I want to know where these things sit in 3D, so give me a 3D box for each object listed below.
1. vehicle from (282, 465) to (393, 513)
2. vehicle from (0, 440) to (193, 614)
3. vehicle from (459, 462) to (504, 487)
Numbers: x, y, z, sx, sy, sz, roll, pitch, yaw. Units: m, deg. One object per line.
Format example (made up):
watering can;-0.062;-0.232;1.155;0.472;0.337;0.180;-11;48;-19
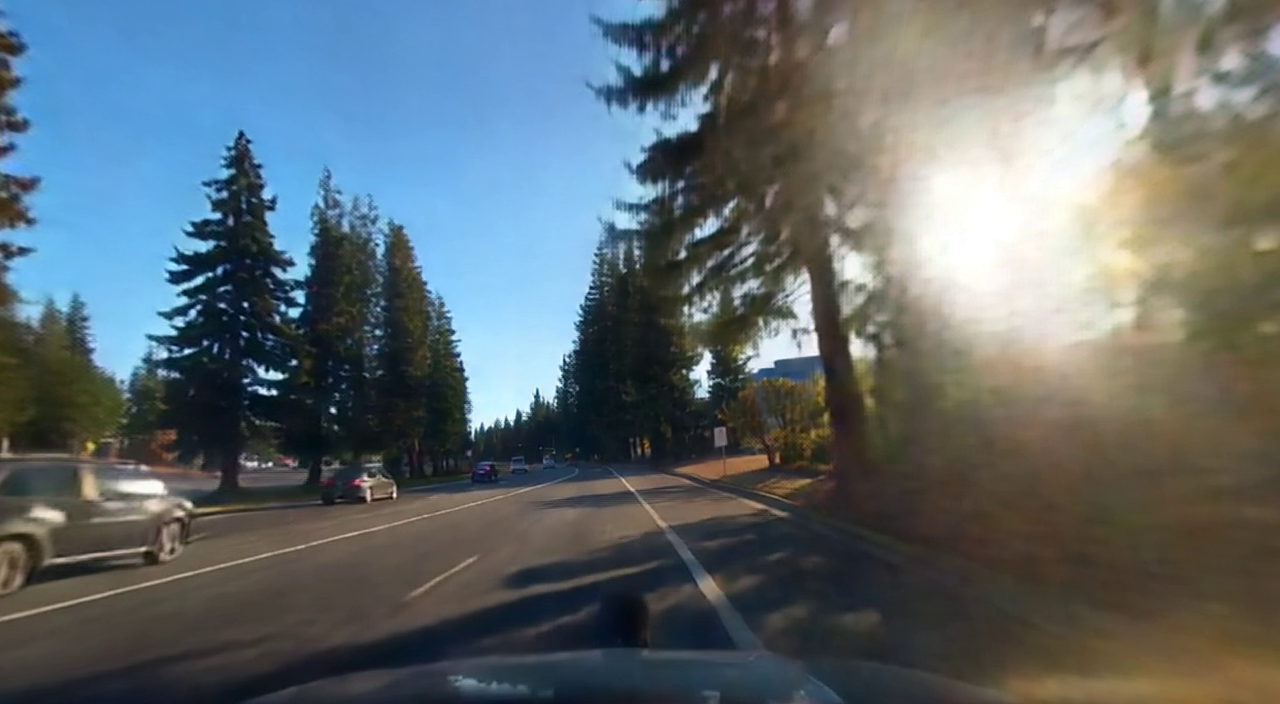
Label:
vehicle;-11.206;5.072;23.796;1.781;1.476;4.513;-1;-9;3
vehicle;-7.589;1.803;6.585;2.210;1.737;4.649;-1;-9;4
vehicle;-10.755;8.327;43.171;1.886;1.535;4.742;0;-9;0
